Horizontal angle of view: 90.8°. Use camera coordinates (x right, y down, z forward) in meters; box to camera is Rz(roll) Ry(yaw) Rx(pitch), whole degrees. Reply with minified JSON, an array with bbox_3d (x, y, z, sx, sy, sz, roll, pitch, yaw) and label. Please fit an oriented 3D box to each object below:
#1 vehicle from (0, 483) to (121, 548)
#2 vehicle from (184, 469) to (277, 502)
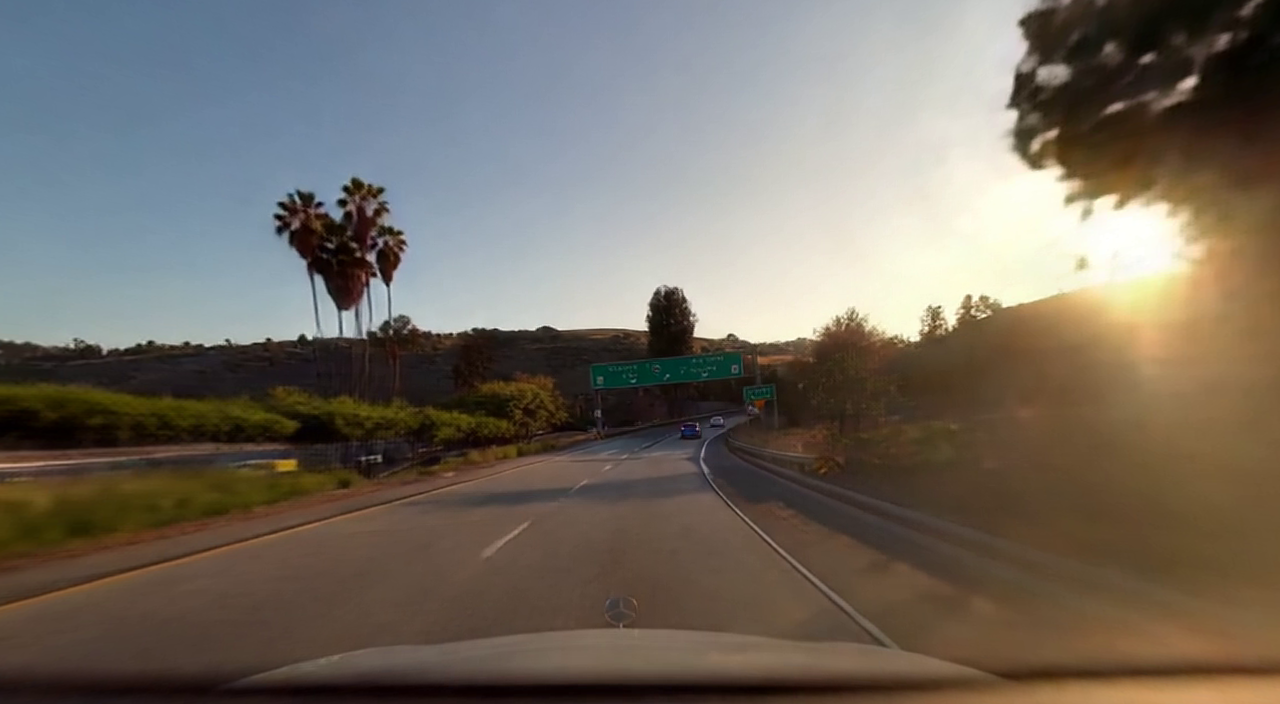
[{"bbox_3d":[-20.445,5.437,21.383,1.956,1.716,4.330,-1,-9,1],"label":"vehicle"},{"bbox_3d":[-26.100,8.494,40.567,2.281,1.759,5.531,0,-9,-1],"label":"vehicle"}]
